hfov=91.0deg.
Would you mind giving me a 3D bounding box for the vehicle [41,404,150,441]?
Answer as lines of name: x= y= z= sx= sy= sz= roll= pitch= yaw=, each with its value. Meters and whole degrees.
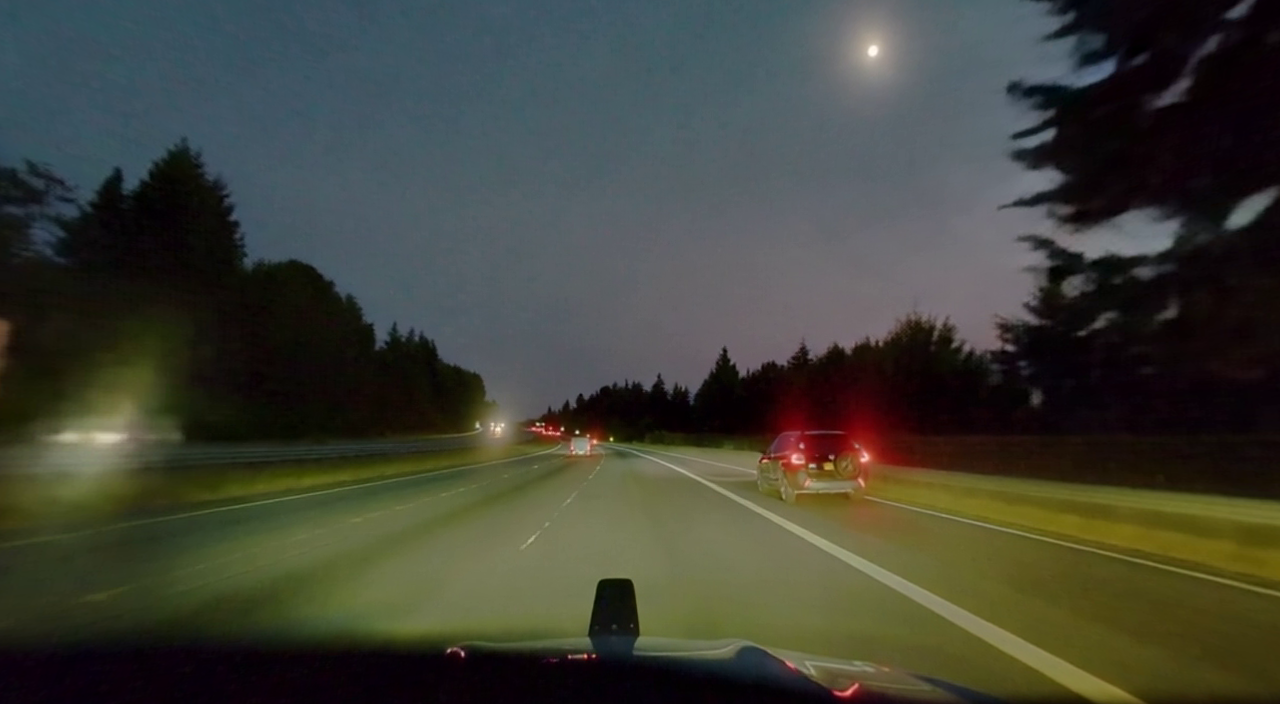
vehicle: x=-23.949 y=3.175 z=27.856 sx=1.751 sy=1.416 sz=3.650 roll=-3 pitch=-8 yaw=-4
